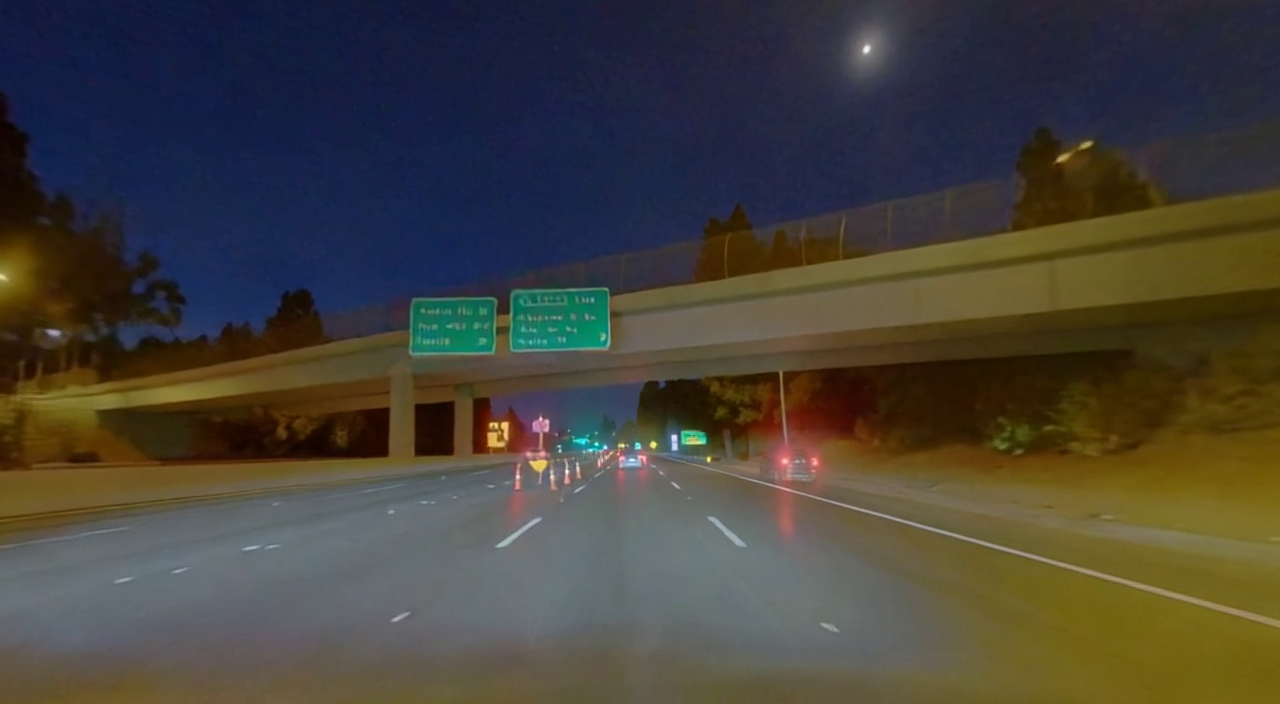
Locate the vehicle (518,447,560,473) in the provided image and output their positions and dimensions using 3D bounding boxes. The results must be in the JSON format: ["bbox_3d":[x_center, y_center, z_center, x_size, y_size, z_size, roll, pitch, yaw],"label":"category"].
[{"bbox_3d":[-6.287,6.745,39.789,1.997,1.507,4.248,0,-9,-1],"label":"vehicle"}]

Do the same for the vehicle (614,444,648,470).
[{"bbox_3d":[-0.596,6.928,41.764,2.109,1.638,3.856,0,-9,-1],"label":"vehicle"}]
